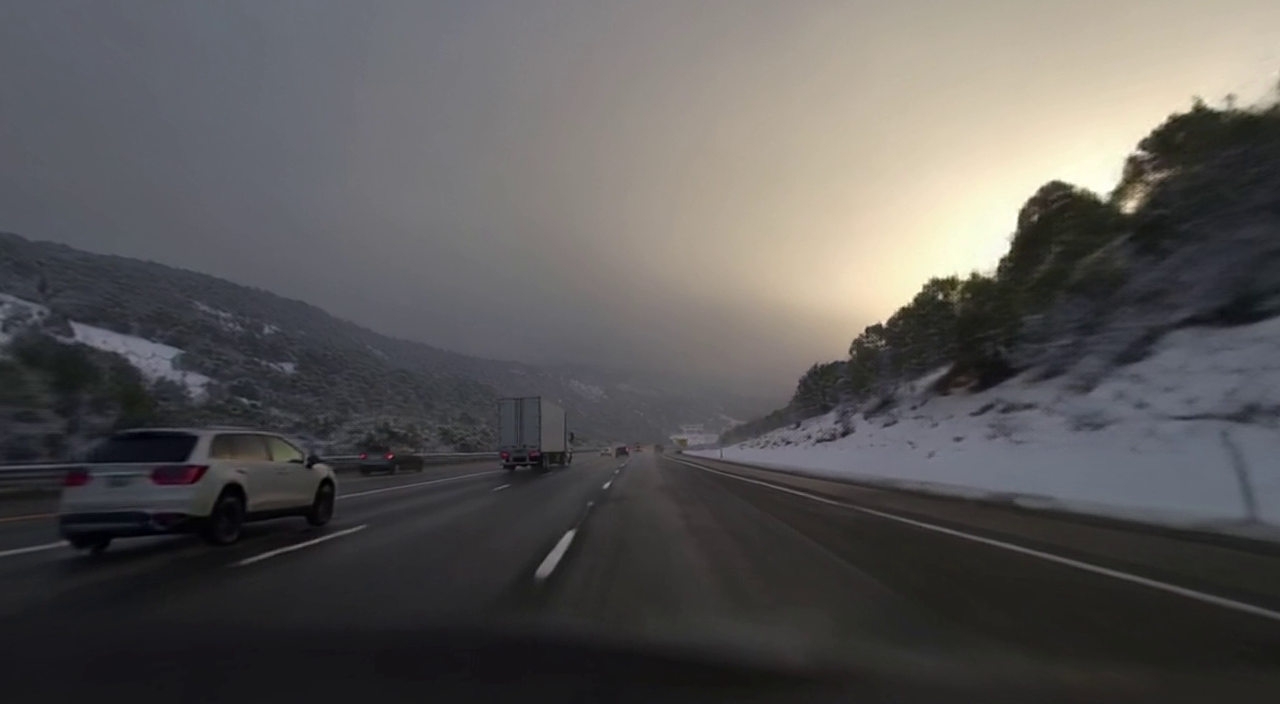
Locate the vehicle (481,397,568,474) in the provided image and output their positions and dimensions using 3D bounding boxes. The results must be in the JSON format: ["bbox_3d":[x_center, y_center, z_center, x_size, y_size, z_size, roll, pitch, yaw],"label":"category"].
[{"bbox_3d":[-6.440,5.003,37.082,2.981,3.860,11.022,0,-8,0],"label":"vehicle"}]

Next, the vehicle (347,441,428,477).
[{"bbox_3d":[-13.843,5.863,34.862,2.130,1.828,5.523,0,-8,1],"label":"vehicle"}]

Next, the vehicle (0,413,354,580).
[{"bbox_3d":[-6.101,1.847,8.854,2.099,1.734,4.413,0,-8,-1],"label":"vehicle"}]
